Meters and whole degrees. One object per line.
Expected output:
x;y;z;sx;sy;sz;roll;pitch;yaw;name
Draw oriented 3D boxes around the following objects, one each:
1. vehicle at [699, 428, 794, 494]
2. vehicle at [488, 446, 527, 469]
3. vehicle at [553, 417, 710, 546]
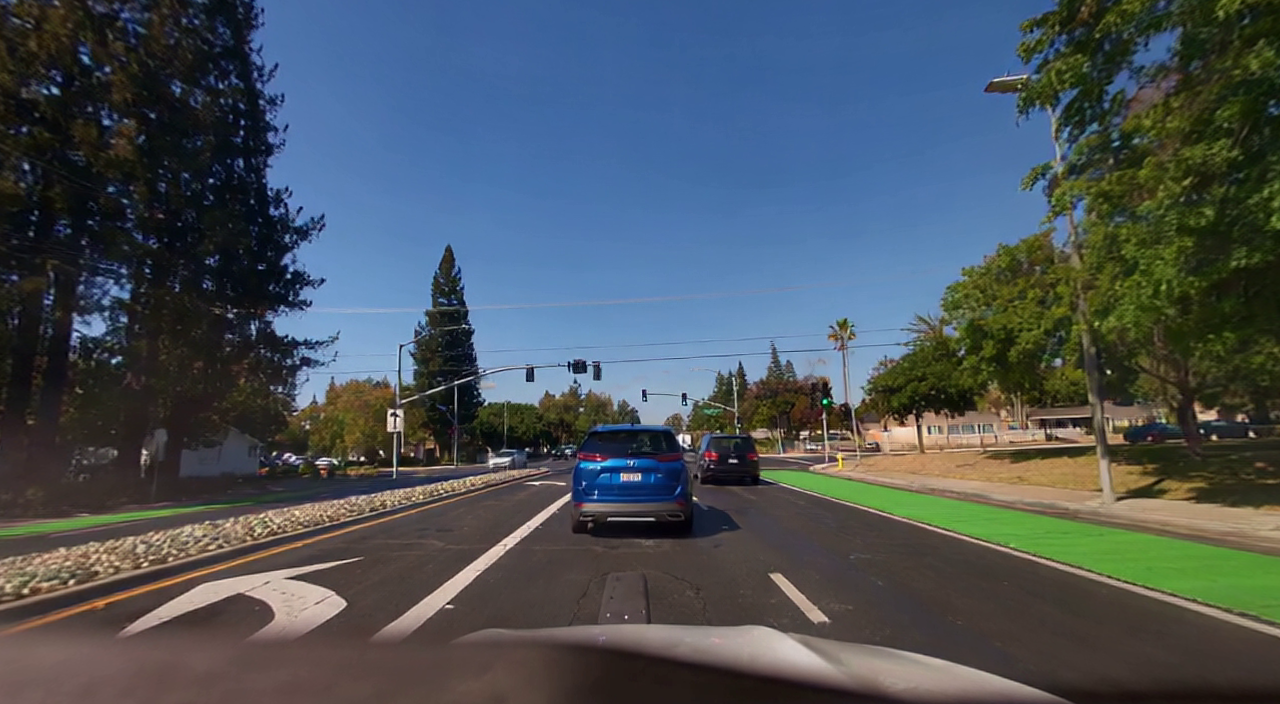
3.201;3.400;19.993;2.189;1.815;4.495;0;-8;0;vehicle
-9.971;7.975;47.852;1.886;1.666;4.575;0;-8;1;vehicle
-0.099;2.060;10.587;2.109;1.730;3.963;0;-8;1;vehicle
